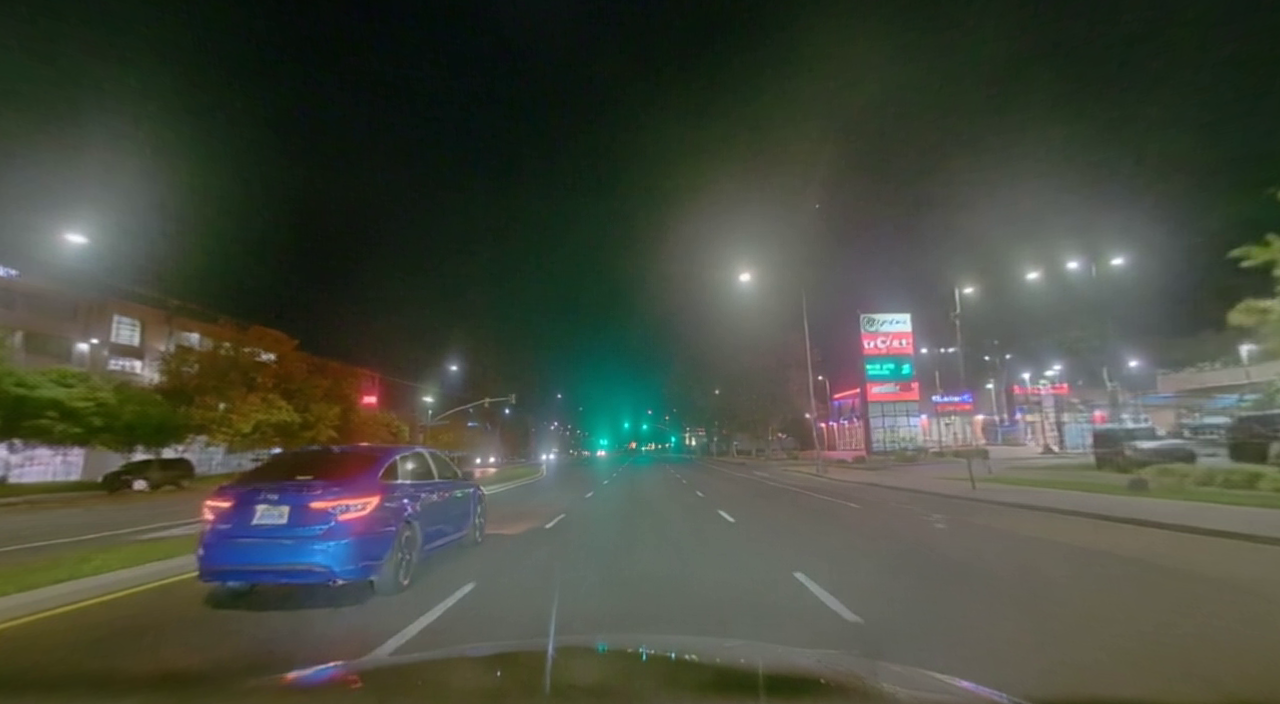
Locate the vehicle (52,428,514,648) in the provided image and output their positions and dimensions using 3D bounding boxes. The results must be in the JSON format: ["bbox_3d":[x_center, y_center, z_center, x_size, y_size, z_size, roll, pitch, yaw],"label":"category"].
[{"bbox_3d":[-2.886,1.600,6.632,2.082,1.460,4.636,0,-8,1],"label":"vehicle"}]
